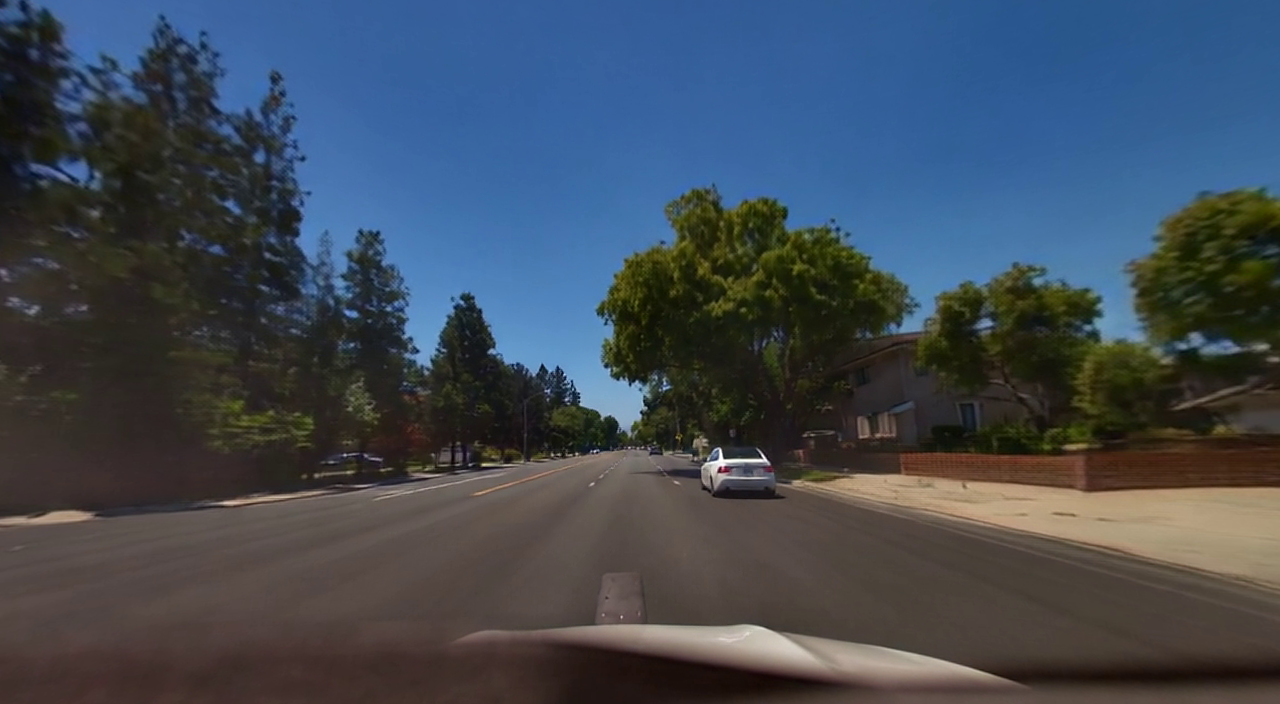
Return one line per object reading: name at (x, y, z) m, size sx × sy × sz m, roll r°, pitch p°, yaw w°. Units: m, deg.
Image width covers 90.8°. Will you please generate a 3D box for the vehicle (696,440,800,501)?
vehicle at (2.903, 3.289, 17.992) m, size 2.057 × 1.493 × 4.225 m, roll 0°, pitch -8°, yaw -2°
